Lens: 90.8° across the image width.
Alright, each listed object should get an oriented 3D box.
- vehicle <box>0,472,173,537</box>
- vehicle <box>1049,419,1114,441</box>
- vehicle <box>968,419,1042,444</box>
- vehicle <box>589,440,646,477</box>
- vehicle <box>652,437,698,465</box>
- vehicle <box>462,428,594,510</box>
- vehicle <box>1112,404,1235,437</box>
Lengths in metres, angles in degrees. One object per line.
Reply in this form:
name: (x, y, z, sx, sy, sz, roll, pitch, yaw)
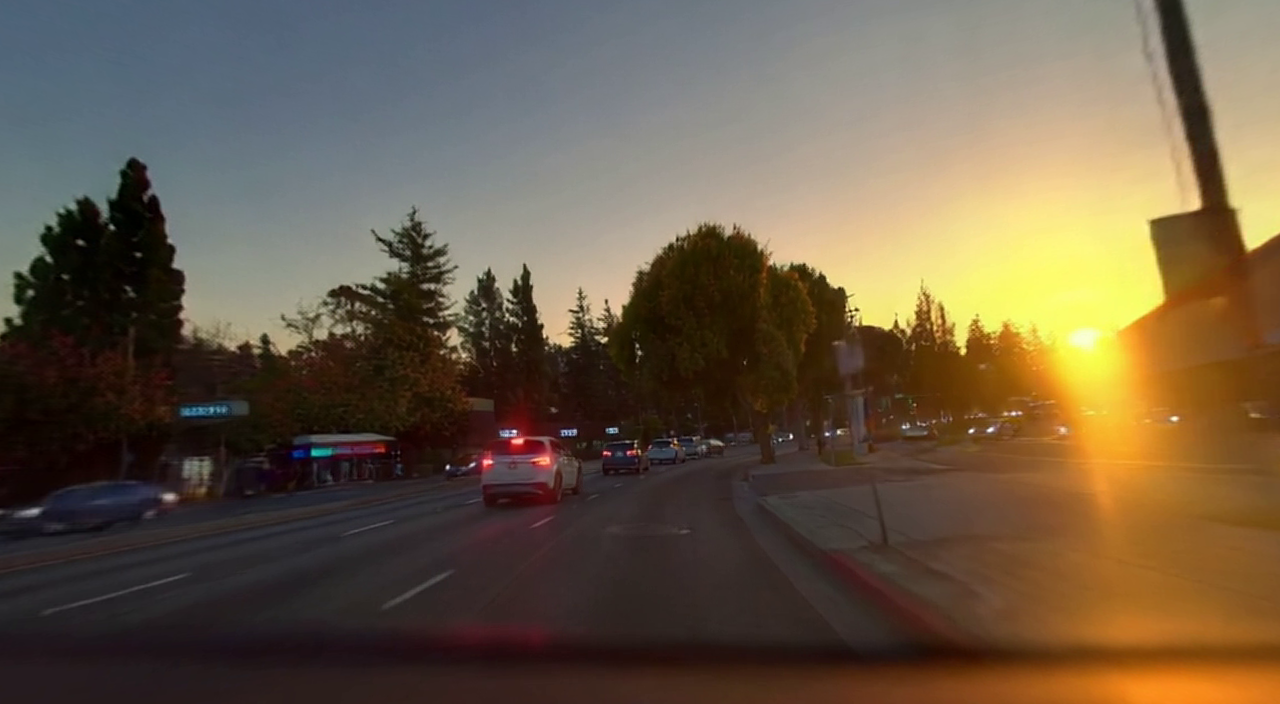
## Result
vehicle: (-17.381, 4.721, 19.825, 1.861, 1.482, 4.434, -7, -9, 6)
vehicle: (30.340, 5.395, 43.389, 4.106, 1.450, 1.901, 4, -10, -27)
vehicle: (27.446, 5.999, 47.506, 4.982, 1.789, 2.303, 4, -9, -26)
vehicle: (-1.032, 5.268, 31.481, 2.002, 1.664, 4.113, -2, -9, 11)
vehicle: (2.543, 7.036, 45.111, 2.167, 1.832, 4.679, -3, -9, 17)
vehicle: (-2.823, 3.075, 17.106, 2.168, 1.783, 4.695, -4, -9, 7)
vehicle: (29.839, 3.901, 35.501, 1.910, 1.652, 4.755, 4, -10, -28)
